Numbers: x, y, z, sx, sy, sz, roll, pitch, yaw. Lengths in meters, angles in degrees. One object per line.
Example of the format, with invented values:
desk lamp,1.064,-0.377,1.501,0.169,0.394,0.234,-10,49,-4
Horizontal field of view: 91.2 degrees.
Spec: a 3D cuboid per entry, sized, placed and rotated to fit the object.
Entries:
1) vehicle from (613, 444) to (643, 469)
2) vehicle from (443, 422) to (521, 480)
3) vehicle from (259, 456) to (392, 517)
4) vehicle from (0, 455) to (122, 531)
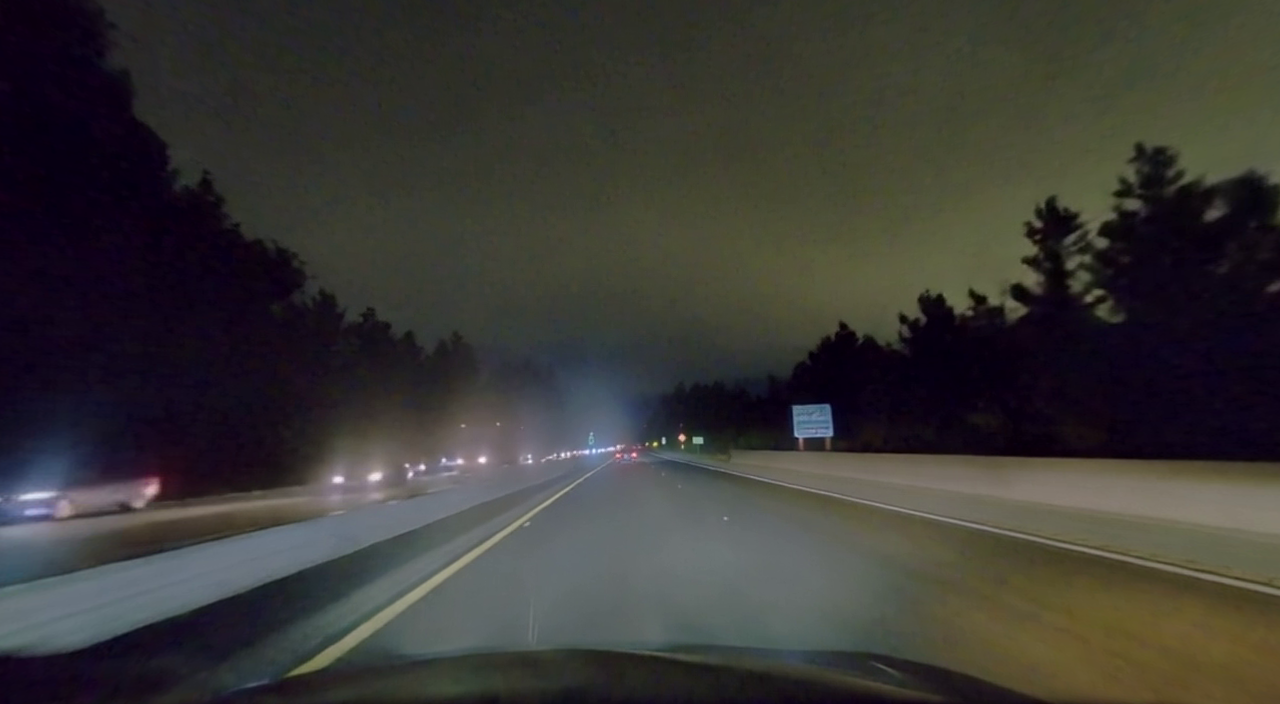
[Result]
vehicle,-0.869,7.607,45.862,2.098,1.692,4.038,0,-9,-1
vehicle,-9.683,6.187,39.350,2.789,3.216,7.867,0,-9,0
vehicle,-8.887,3.790,18.131,1.852,1.487,3.890,0,-9,-1
vehicle,-14.303,3.165,14.315,1.808,1.545,3.611,0,-9,-1
